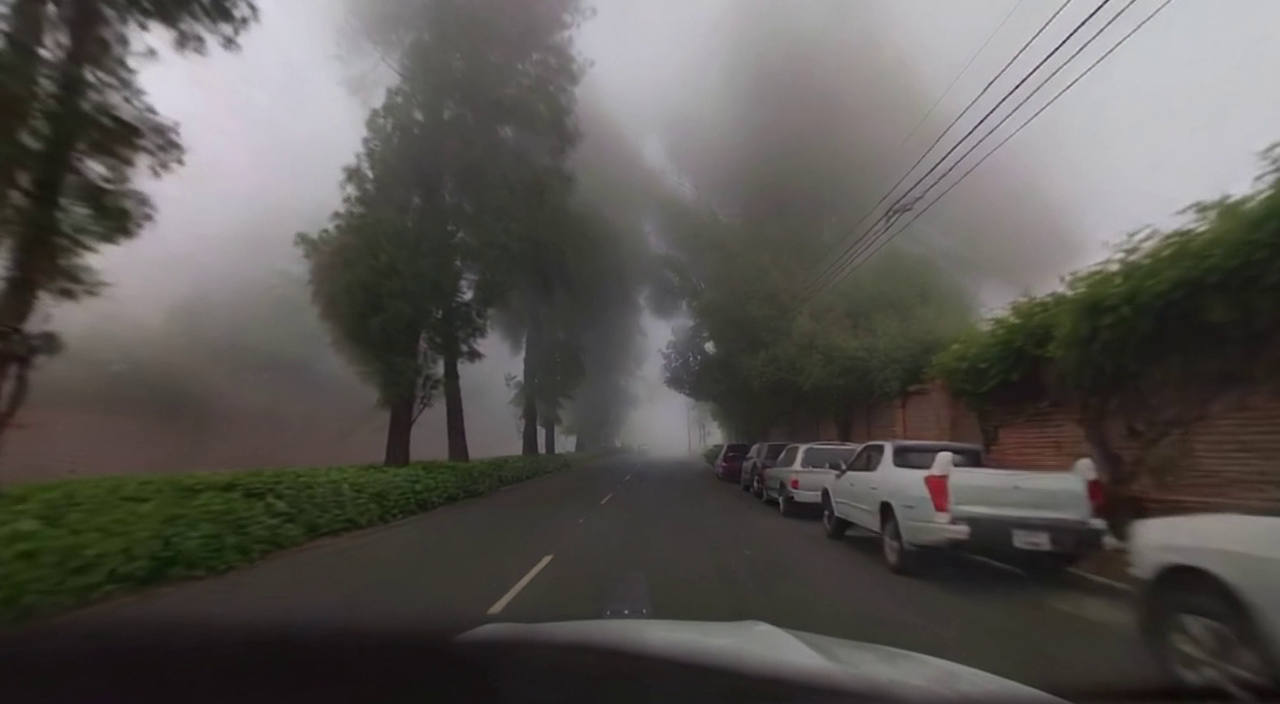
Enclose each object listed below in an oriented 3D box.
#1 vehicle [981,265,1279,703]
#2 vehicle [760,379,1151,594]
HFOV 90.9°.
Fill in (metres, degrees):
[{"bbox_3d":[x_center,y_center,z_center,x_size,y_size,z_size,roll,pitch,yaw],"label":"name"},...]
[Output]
[{"bbox_3d":[3.446,0.503,0.860,2.518,1.943,6.415,0,-8,1],"label":"vehicle"},{"bbox_3d":[3.593,1.732,9.096,2.421,1.991,6.043,1,-9,-1],"label":"vehicle"}]
